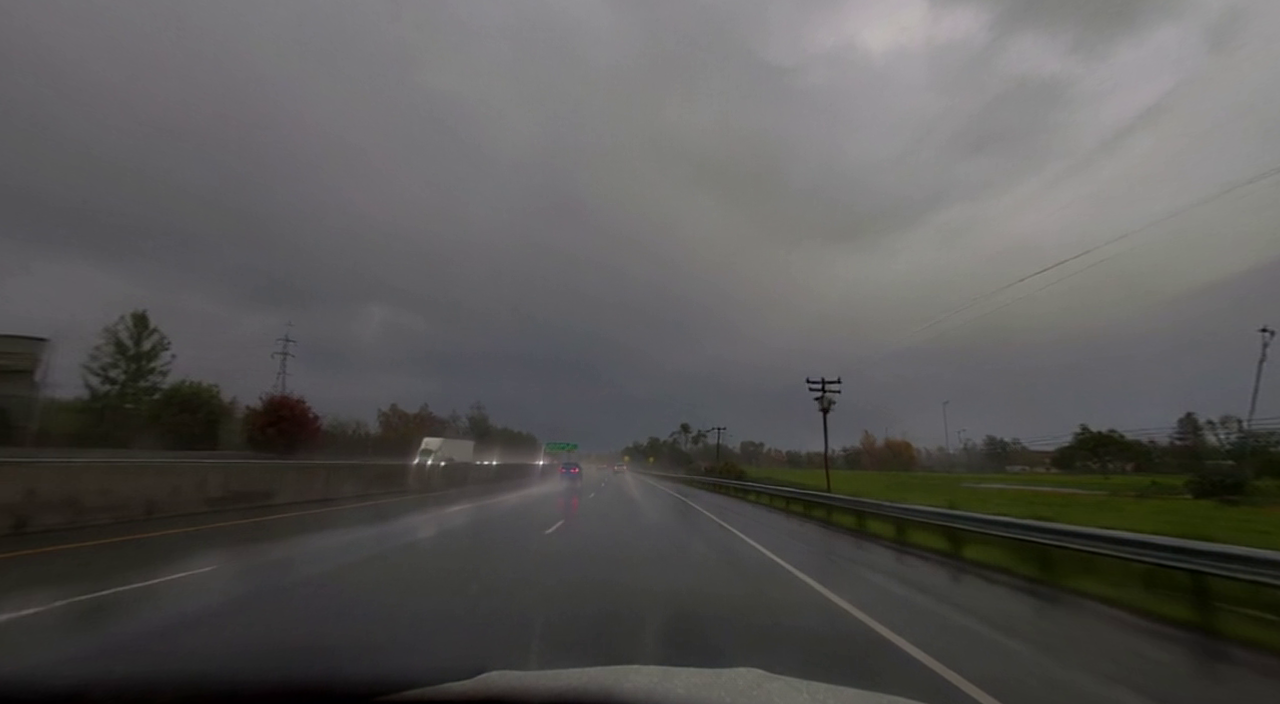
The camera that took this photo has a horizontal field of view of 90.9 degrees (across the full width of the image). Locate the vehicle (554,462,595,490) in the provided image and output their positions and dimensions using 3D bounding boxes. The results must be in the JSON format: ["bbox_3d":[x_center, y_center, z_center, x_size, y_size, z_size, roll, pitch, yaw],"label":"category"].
[{"bbox_3d":[-4.238,8.119,41.445,2.194,1.704,4.421,1,-10,0],"label":"vehicle"}]
